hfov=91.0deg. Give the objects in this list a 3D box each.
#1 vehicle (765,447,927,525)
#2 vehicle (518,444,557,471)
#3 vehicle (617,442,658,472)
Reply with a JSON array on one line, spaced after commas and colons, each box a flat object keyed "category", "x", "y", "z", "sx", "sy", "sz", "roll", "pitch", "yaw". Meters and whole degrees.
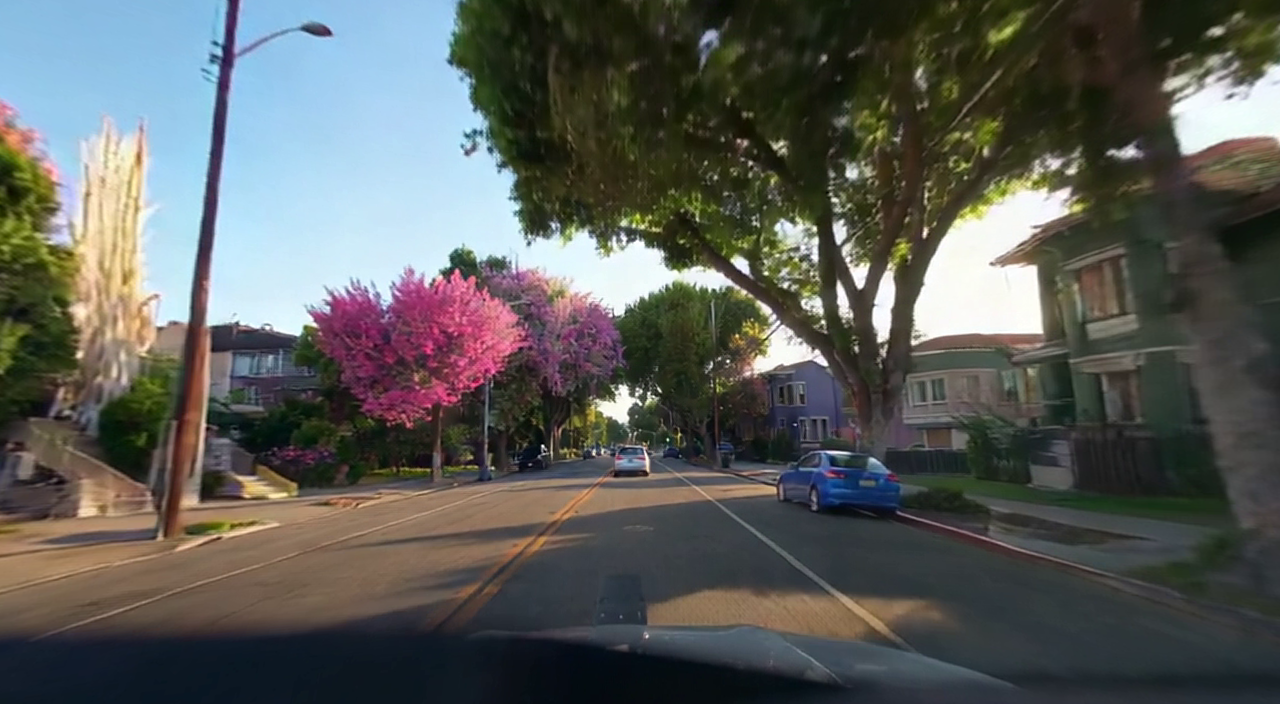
[{"category": "vehicle", "x": 4.473, "y": 2.962, "z": 14.698, "sx": 1.977, "sy": 1.481, "sz": 5.155, "roll": 0, "pitch": -8, "yaw": -1}, {"category": "vehicle", "x": -7.561, "y": 7.837, "z": 46.686, "sx": 2.022, "sy": 1.795, "sz": 4.337, "roll": -3, "pitch": -10, "yaw": 1}, {"category": "vehicle", "x": -0.149, "y": 5.609, "z": 33.725, "sx": 2.104, "sy": 1.500, "sz": 3.815, "roll": 0, "pitch": -8, "yaw": -1}]
